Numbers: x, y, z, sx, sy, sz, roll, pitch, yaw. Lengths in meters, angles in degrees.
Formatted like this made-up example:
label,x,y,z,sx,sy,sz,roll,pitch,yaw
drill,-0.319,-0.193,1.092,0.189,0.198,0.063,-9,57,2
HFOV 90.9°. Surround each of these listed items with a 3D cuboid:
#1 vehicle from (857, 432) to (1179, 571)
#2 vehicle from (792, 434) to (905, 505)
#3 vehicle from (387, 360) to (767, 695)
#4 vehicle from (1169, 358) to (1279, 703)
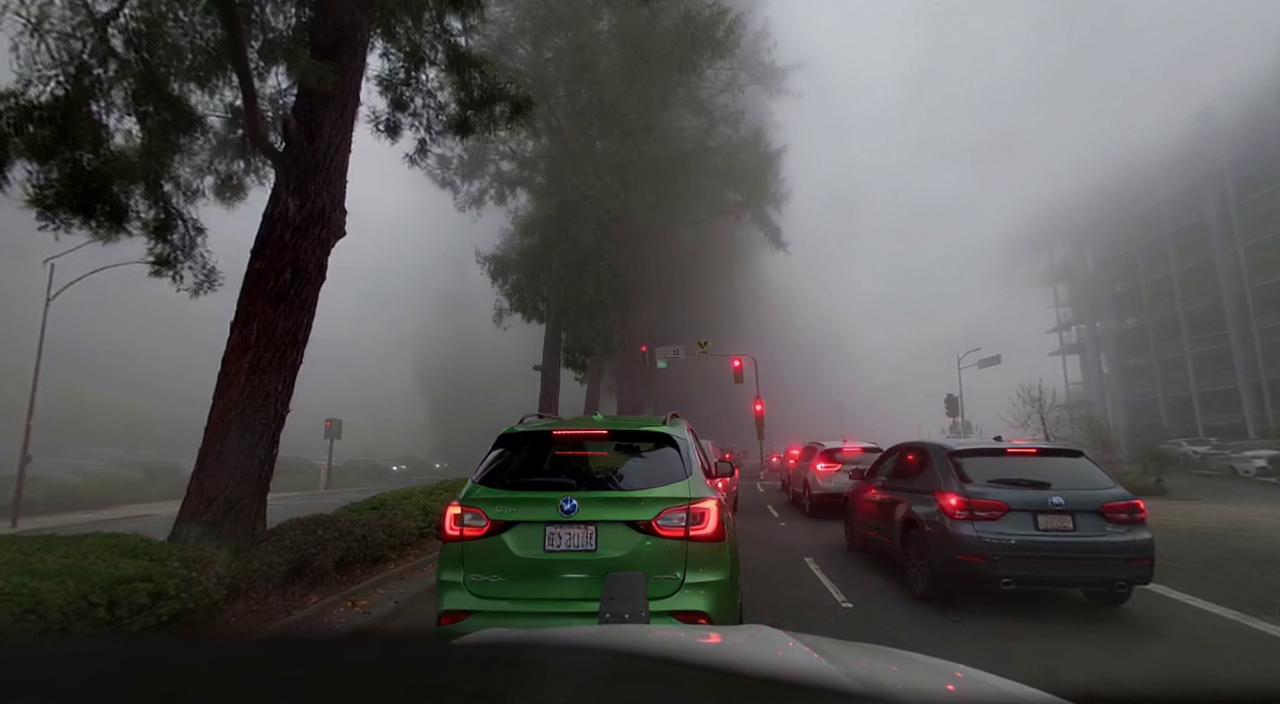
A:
label,x,y,z,sx,sy,sz,roll,pitch,yaw
vehicle,4.902,1.965,9.180,1.963,1.480,4.553,0,-8,2
vehicle,5.330,3.034,16.734,1.994,1.638,4.100,-1,-8,6
vehicle,-0.209,1.236,5.568,2.021,1.742,4.295,-1,-8,4
vehicle,4.052,0.605,1.105,1.993,1.719,4.953,0,-8,1
